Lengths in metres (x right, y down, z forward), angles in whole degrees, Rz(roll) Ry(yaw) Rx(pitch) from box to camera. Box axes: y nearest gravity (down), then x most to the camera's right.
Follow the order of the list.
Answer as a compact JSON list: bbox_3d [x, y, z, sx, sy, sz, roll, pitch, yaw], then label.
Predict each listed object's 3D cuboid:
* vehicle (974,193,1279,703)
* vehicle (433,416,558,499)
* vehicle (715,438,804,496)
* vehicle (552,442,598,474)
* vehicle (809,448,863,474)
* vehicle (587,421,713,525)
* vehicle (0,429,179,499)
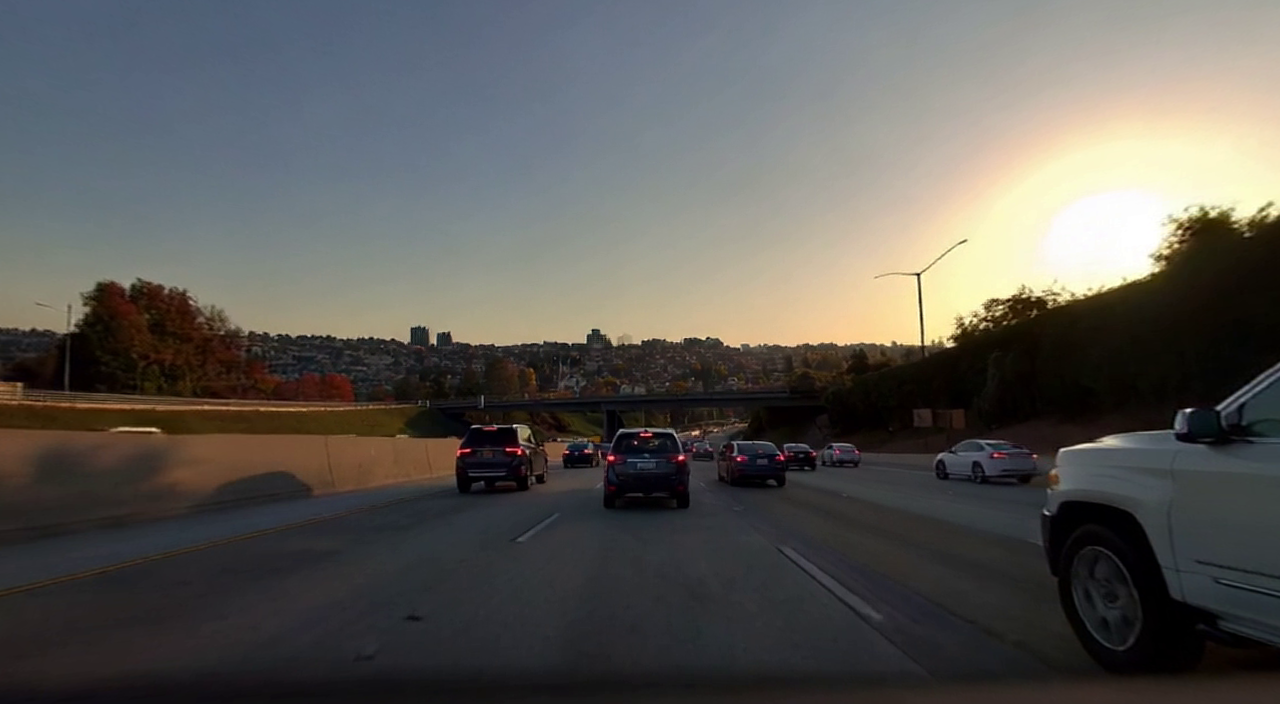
[{"bbox_3d":[3.550,0.455,1.799,2.300,2.242,5.327,0,-9,1],"label":"vehicle"},{"bbox_3d":[-4.107,3.170,19.228,2.212,2.101,6.052,0,-9,1],"label":"vehicle"},{"bbox_3d":[3.726,3.672,20.563,2.022,1.633,4.651,1,-9,0],"label":"vehicle"},{"bbox_3d":[-3.611,5.995,35.786,1.982,1.655,4.604,0,-9,2],"label":"vehicle"},{"bbox_3d":[12.115,6.754,39.233,1.945,1.498,4.385,1,-9,0],"label":"vehicle"},{"bbox_3d":[0.209,2.415,13.044,2.181,1.756,4.167,0,-9,1],"label":"vehicle"},{"bbox_3d":[-17.831,3.566,20.394,2.024,1.946,4.793,0,-9,1],"label":"vehicle"}]
